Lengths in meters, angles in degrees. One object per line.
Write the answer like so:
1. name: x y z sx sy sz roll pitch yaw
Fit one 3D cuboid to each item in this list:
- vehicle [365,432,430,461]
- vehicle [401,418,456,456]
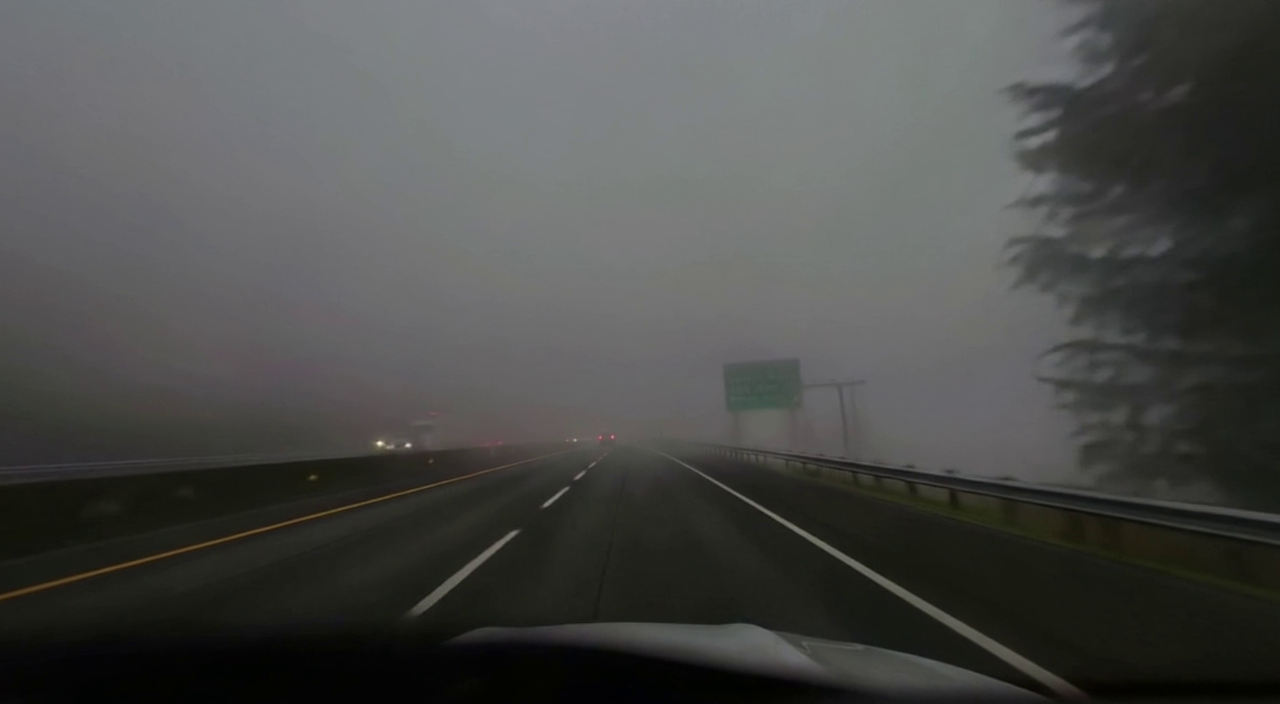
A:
1. vehicle: -15.700 6.137 41.124 2.053 1.724 5.287 0 -8 1
2. vehicle: -15.687 6.328 47.028 2.372 2.705 4.535 0 -8 1
